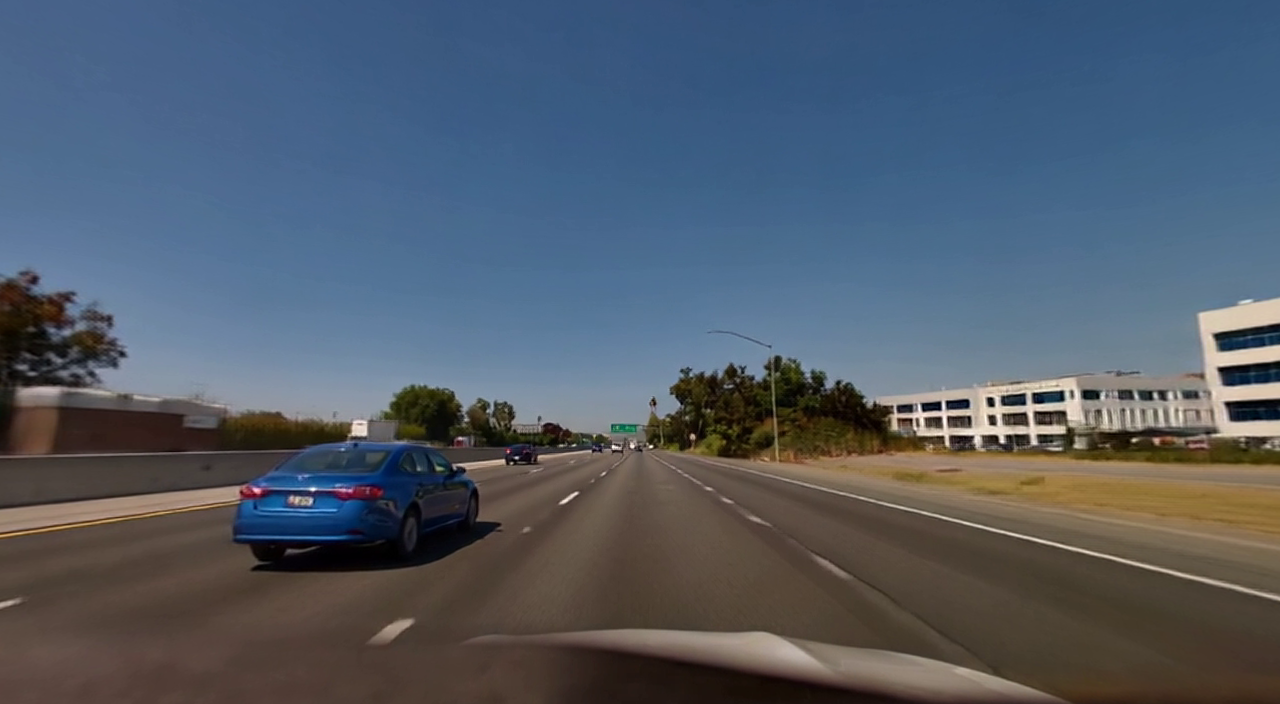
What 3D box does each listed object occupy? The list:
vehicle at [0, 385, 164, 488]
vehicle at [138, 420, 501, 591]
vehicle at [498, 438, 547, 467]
[{"bbox_3d":[-24.900,3.704,27.468,2.919,3.931,6.663,0,-8,0],"label":"vehicle"},{"bbox_3d":[-3.532,1.795,8.382,2.144,1.565,4.951,0,-8,1],"label":"vehicle"},{"bbox_3d":[-7.232,6.217,39.265,2.118,1.675,4.395,0,-8,1],"label":"vehicle"}]
